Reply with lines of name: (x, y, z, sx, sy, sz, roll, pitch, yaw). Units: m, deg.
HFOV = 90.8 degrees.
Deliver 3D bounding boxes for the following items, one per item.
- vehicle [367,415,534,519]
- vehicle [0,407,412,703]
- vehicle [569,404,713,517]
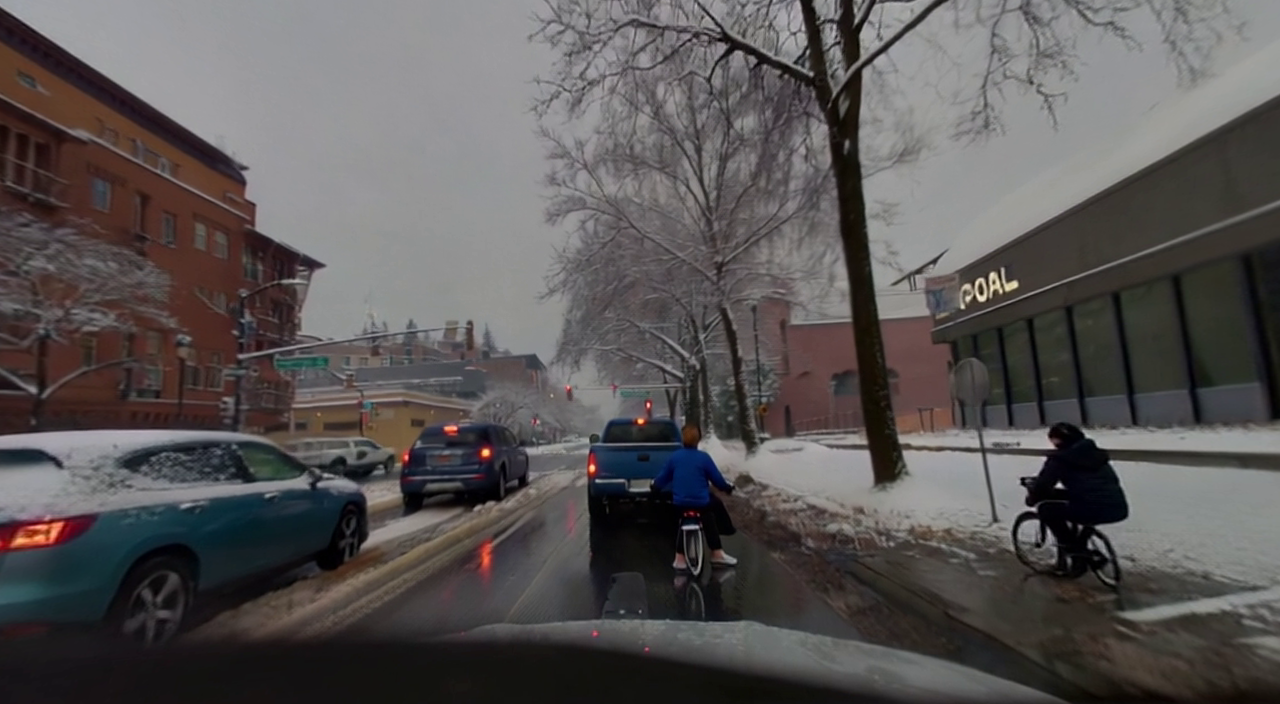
vehicle: (-3.607, 2.297, 13.030, 2.046, 1.750, 4.452, 0, -9, 0)
vehicle: (-3.586, 1.298, 4.860, 2.064, 1.486, 4.140, 0, -9, 1)
vehicle: (-0.025, 2.207, 13.232, 2.426, 1.882, 5.027, 0, -9, -1)
